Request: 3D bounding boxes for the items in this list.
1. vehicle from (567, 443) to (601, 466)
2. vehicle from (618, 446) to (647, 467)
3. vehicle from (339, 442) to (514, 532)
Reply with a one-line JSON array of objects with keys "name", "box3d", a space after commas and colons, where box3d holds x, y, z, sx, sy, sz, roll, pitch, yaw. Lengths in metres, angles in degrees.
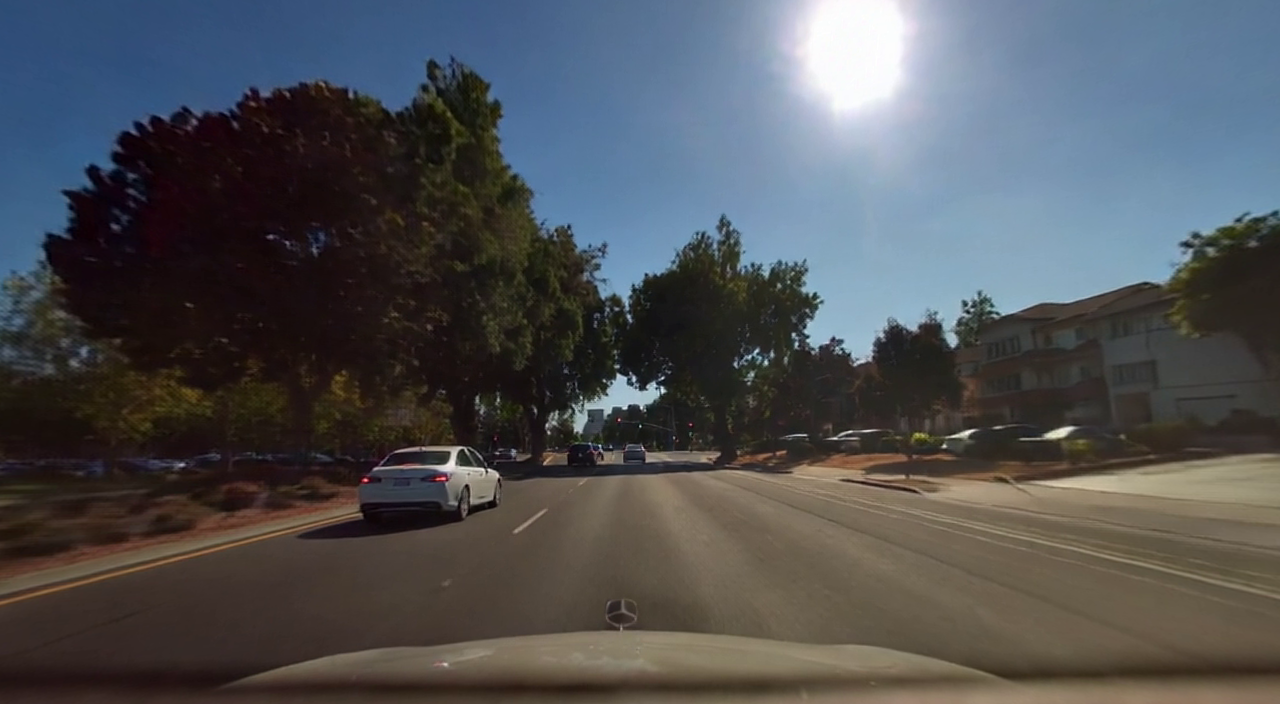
[{"name": "vehicle", "box3d": [-4.080, 7.535, 46.444, 2.103, 1.592, 4.160, 0, -9, 0]}, {"name": "vehicle", "box3d": [-0.526, 7.300, 44.329, 1.991, 1.431, 4.199, 0, -9, -1]}, {"name": "vehicle", "box3d": [-3.878, 2.503, 12.397, 1.905, 1.418, 4.396, 0, -9, 0]}]
